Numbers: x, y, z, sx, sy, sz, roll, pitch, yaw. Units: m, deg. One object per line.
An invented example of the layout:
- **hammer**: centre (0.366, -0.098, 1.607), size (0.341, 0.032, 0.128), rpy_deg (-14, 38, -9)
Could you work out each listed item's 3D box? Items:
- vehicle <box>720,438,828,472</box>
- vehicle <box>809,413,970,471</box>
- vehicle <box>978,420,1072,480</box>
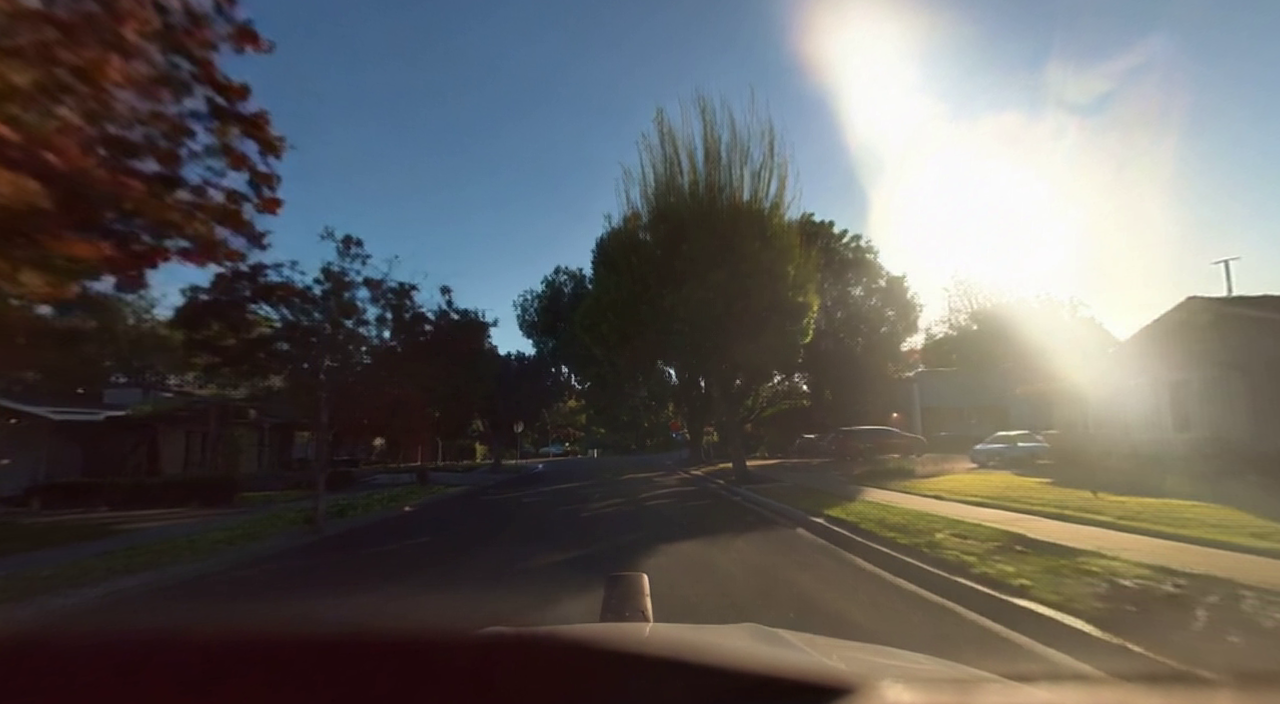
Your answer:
- **vehicle**: centre (5.734, 4.459, 27.312), size (4.229, 1.402, 1.811), rpy_deg (0, -8, 0)
- **vehicle**: centre (9.575, 3.545, 24.556), size (5.239, 1.933, 2.131), rpy_deg (-2, -10, -2)
- **vehicle**: centre (11.424, 2.850, 18.547), size (2.004, 1.511, 4.494), rpy_deg (-6, -10, 34)
